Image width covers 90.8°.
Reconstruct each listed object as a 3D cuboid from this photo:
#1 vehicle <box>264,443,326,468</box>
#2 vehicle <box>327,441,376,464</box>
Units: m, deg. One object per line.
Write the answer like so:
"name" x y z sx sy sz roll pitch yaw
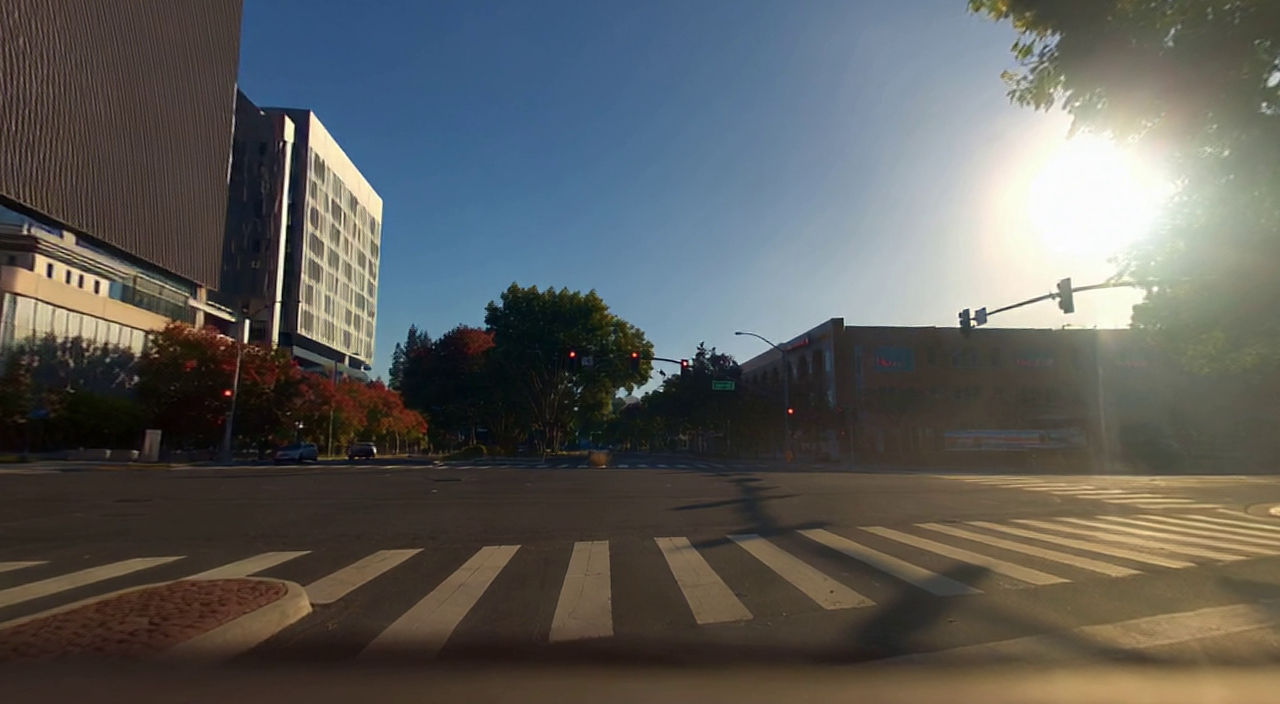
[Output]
"vehicle" -21.850 6.561 40.150 2.005 1.496 4.020 1 -9 -6
"vehicle" -22.502 7.851 49.476 2.023 1.706 4.756 1 -9 -6
